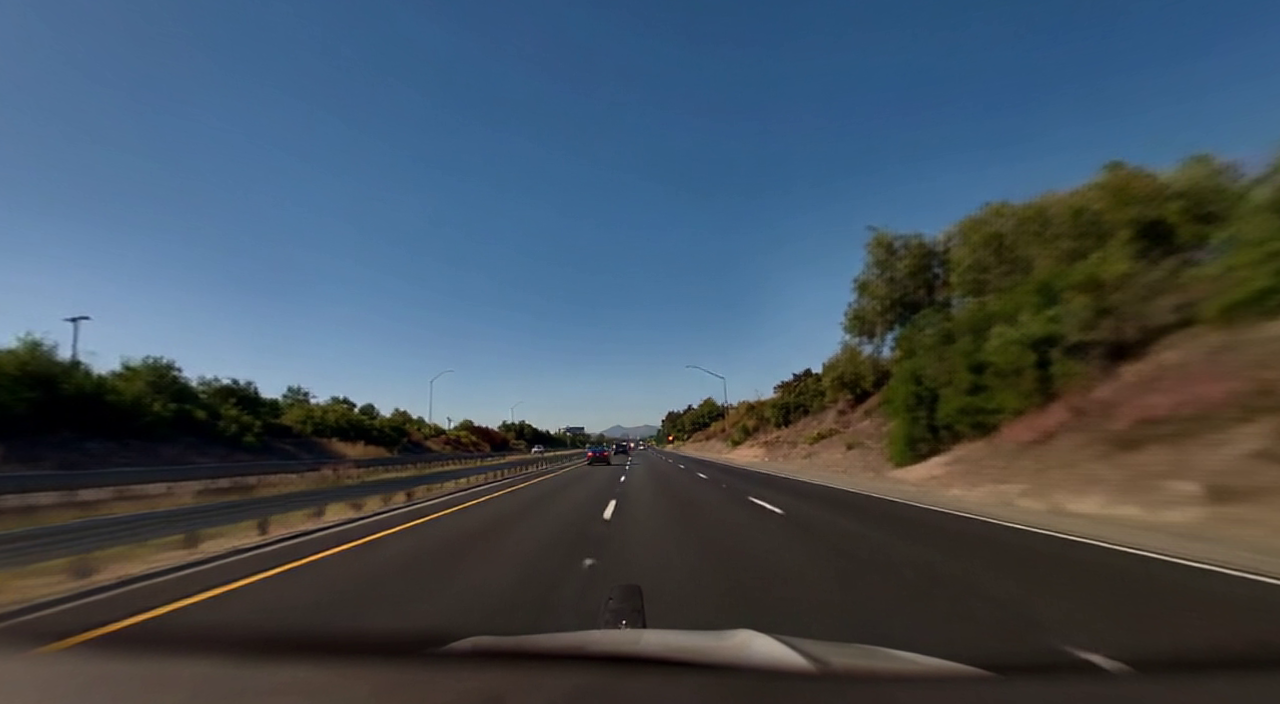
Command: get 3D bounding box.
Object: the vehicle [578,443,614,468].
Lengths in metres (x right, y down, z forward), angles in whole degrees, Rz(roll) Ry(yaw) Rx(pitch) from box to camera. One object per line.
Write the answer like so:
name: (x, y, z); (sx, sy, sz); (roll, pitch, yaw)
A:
vehicle: (-2.654, 6.409, 39.285); (1.991, 1.475, 4.302); (0, -8, -1)
